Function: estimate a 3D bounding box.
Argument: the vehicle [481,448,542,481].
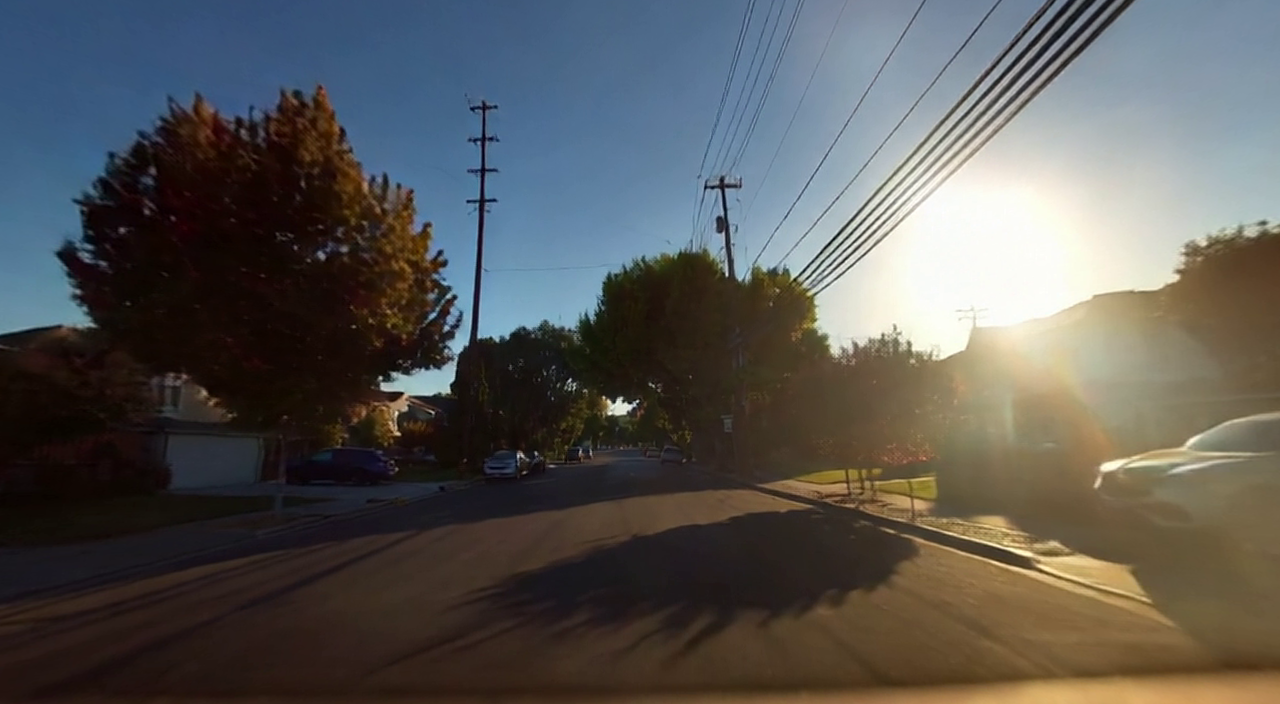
[{"bbox_3d":[-6.554,5.785,32.855,2.208,1.491,5.089,0,-8,-1],"label":"vehicle"}]

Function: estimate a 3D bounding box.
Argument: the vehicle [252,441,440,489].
[{"bbox_3d":[-12.179,4.732,26.691,6.619,1.759,2.632,-1,-9,-2],"label":"vehicle"}]

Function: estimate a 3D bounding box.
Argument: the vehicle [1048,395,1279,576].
[{"bbox_3d":[9.060,1.529,8.112,5.890,1.896,2.459,-2,-8,-1],"label":"vehicle"}]

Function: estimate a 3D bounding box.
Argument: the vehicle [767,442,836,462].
[{"bbox_3d":[12.108,7.522,47.540,4.605,1.492,1.898,0,-9,-1],"label":"vehicle"}]
